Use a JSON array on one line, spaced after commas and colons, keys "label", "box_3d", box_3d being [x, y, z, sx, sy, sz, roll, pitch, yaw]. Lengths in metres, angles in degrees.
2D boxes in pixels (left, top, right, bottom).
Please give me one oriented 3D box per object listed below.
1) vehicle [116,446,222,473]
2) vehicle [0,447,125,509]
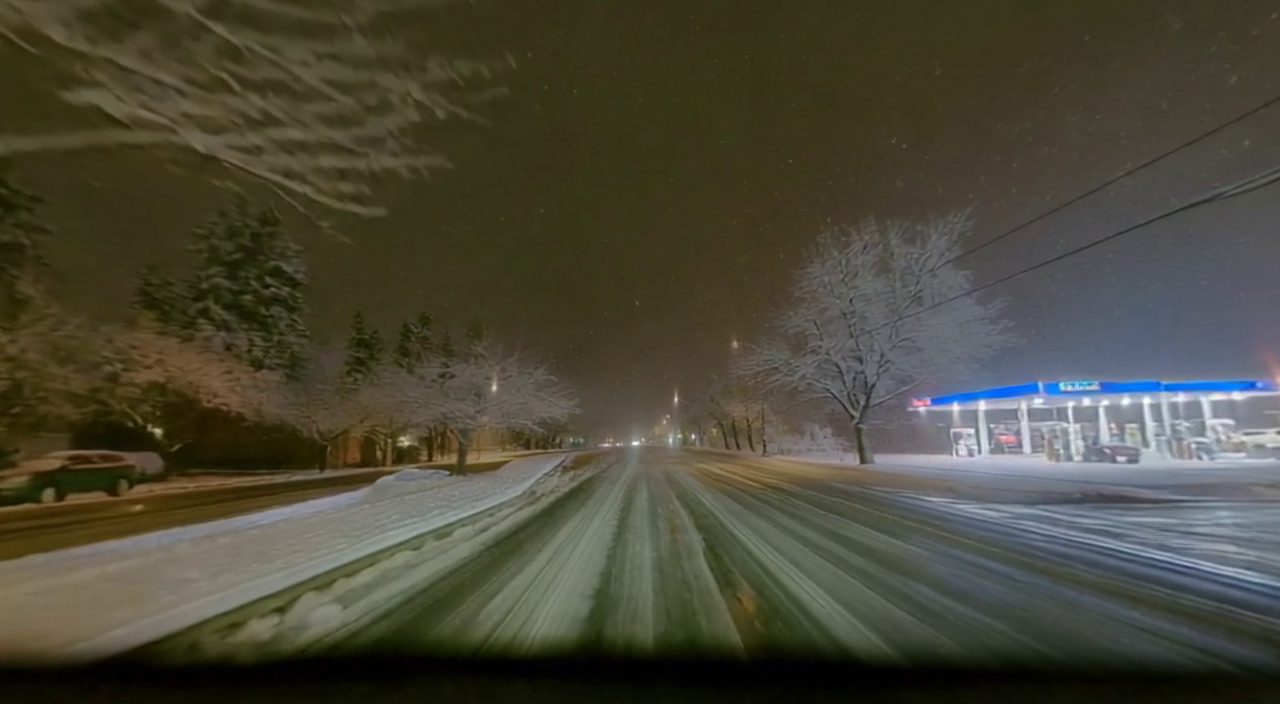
[{"label": "vehicle", "box_3d": [-28.230, 6.430, 37.968, 4.758, 1.499, 2.001, 0, -8, 1]}, {"label": "vehicle", "box_3d": [-19.360, 3.888, 19.898, 1.906, 1.744, 5.165, 0, -8, 0]}]
